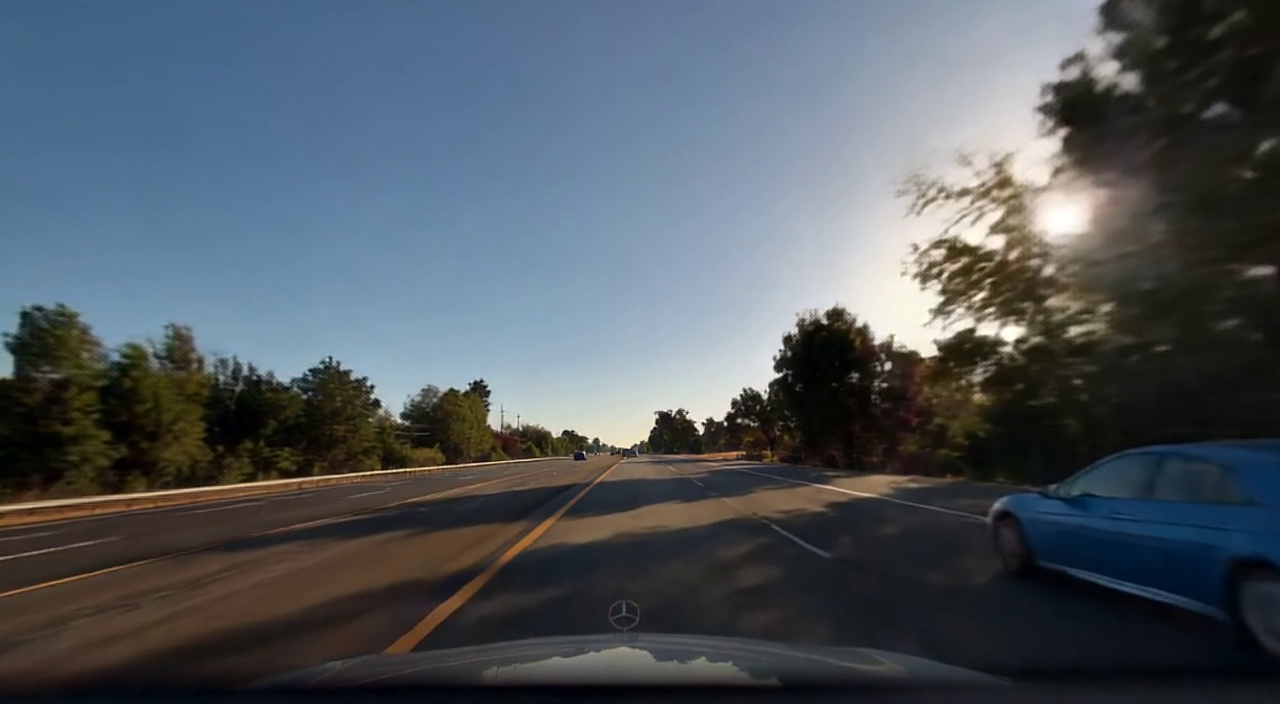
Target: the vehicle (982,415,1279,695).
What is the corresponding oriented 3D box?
[{"bbox_3d":[4.315,1.146,3.904,1.981,1.440,4.125,-1,-9,-1],"label":"vehicle"}]
